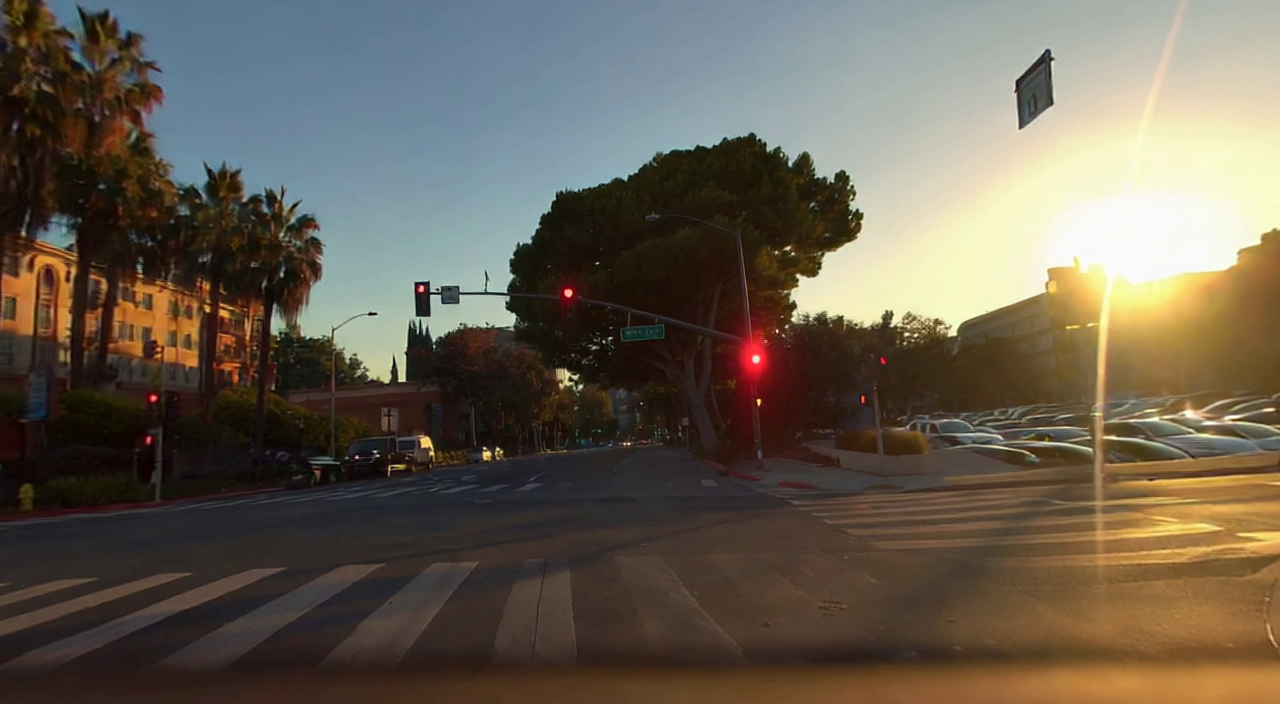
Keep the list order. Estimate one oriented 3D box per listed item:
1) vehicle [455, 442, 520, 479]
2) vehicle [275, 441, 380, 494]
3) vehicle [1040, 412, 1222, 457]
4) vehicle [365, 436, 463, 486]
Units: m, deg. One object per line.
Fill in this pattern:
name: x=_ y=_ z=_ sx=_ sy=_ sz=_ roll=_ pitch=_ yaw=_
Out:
vehicle: x=-6.979 y=4.993 z=29.320 sx=2.024 sy=1.470 sz=4.153 roll=-3 pitch=-9 yaw=-1
vehicle: x=-13.725 y=5.061 z=28.148 sx=2.251 sy=1.957 sz=4.968 roll=-4 pitch=-9 yaw=-1
vehicle: x=16.925 y=2.906 z=22.097 sx=4.560 sy=1.453 sz=1.851 roll=-3 pitch=-9 yaw=18
vehicle: x=-10.168 y=4.954 z=29.056 sx=2.475 sy=1.940 sz=5.702 roll=-3 pitch=-9 yaw=0
